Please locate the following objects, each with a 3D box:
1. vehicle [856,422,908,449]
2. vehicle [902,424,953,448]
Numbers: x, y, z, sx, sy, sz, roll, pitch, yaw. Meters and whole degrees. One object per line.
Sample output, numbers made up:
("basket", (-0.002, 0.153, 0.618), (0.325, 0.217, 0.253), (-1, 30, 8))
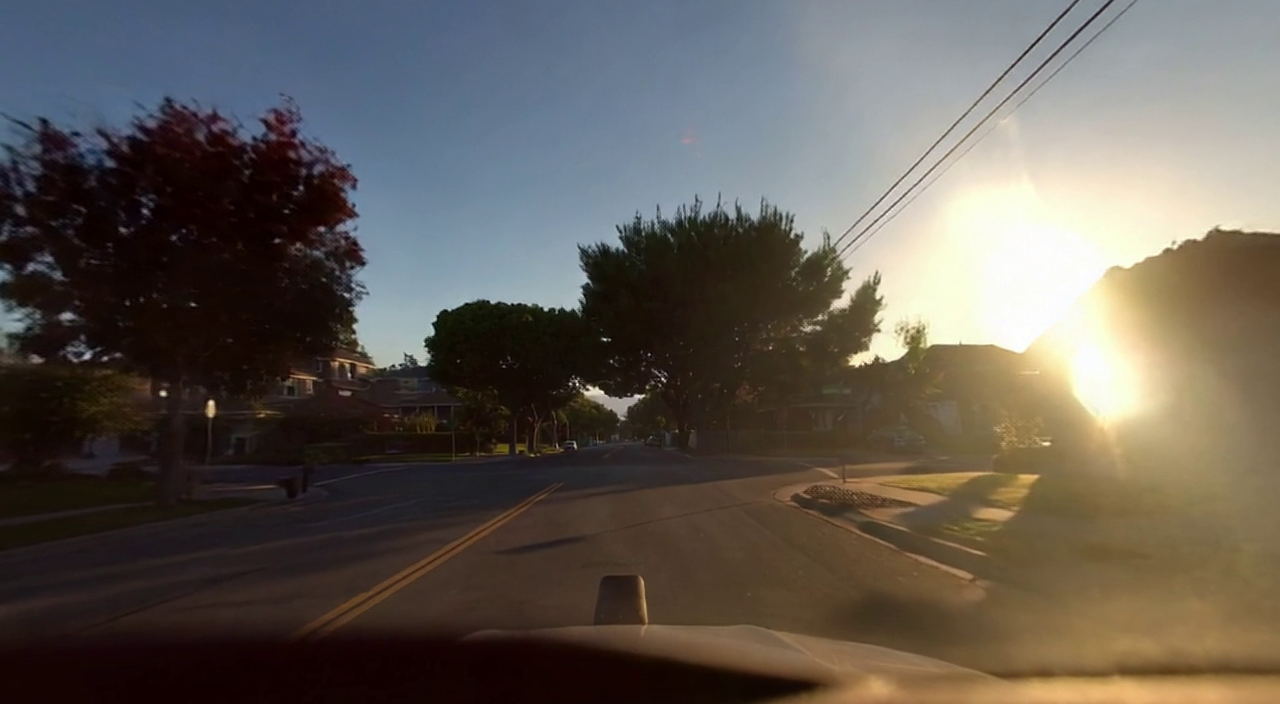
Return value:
("vehicle", (16.171, 5.641, 42.323), (1.829, 1.667, 4.437), (-1, -8, 2))
("vehicle", (18.965, 5.582, 41.737), (1.803, 1.504, 4.324), (-1, -8, 8))
